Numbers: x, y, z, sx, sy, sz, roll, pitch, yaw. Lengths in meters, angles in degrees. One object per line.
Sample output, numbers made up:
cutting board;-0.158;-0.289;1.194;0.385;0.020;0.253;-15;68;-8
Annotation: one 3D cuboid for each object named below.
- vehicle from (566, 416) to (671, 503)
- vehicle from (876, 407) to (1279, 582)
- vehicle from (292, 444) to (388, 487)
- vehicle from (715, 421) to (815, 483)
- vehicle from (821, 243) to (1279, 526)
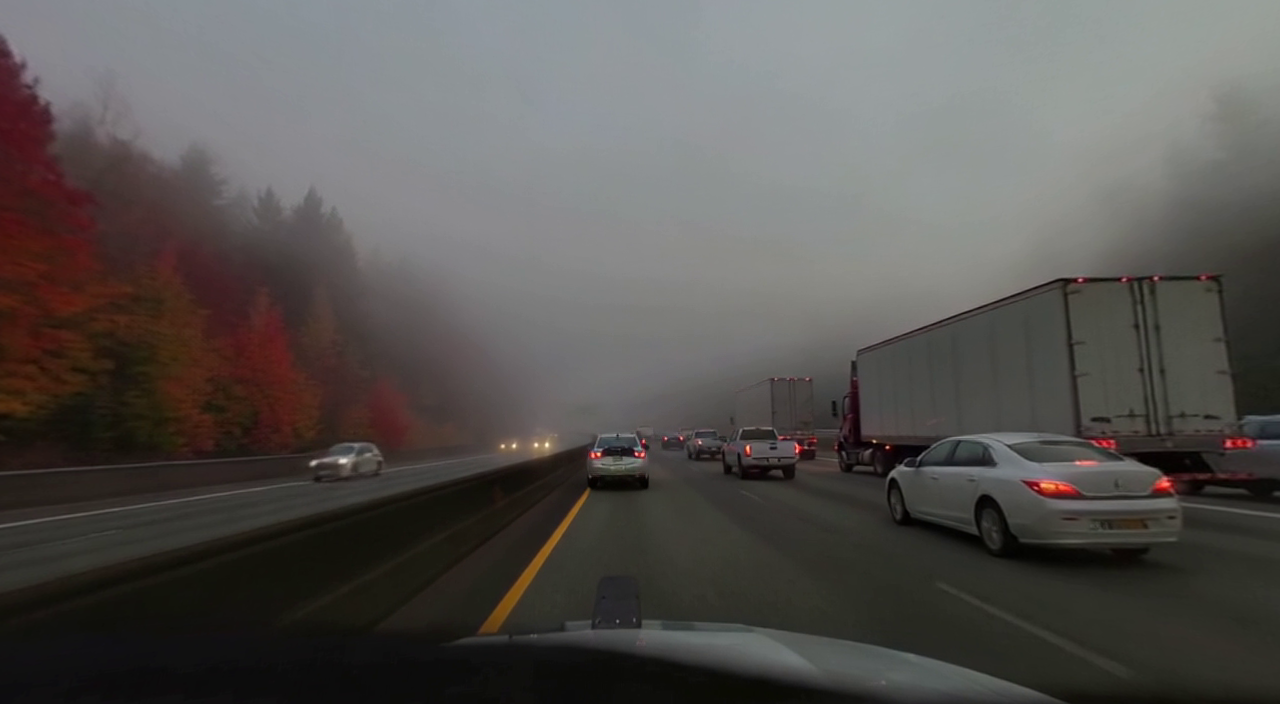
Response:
vehicle;-0.459;2.446;14.835;2.087;1.709;4.455;0;-8;-1
vehicle;4.707;1.530;7.625;2.040;1.523;4.068;0;-8;-1
vehicle;-11.635;4.401;24.720;1.874;1.504;3.847;0;-8;0
vehicle;3.675;3.012;19.278;2.147;1.707;3.963;0;-8;-2
vehicle;8.357;1.354;16.125;2.908;4.099;14.103;0;-8;-1
